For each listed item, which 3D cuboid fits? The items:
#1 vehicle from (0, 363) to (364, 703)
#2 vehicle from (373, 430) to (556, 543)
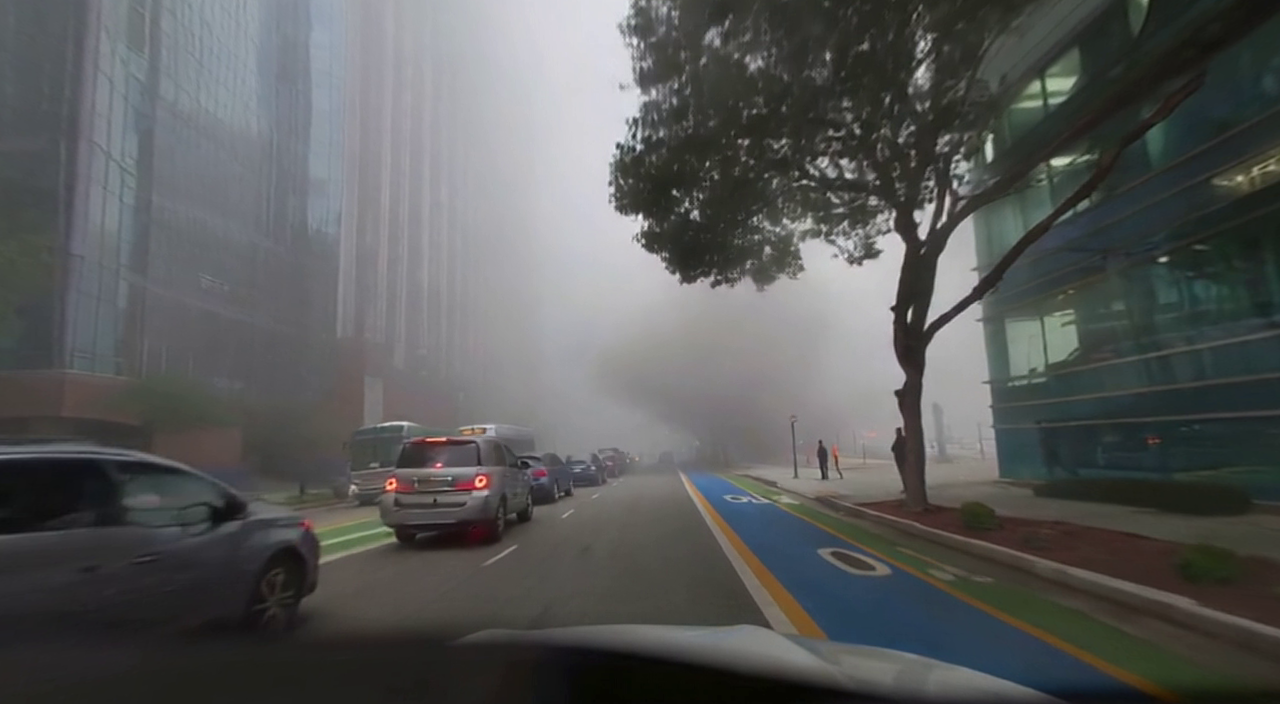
[{"bbox_3d":[-3.821,1.119,3.727,2.173,1.814,4.573,0,-9,2],"label":"vehicle"},{"bbox_3d":[-3.215,2.571,12.769,2.225,1.848,4.472,0,-9,3],"label":"vehicle"}]
